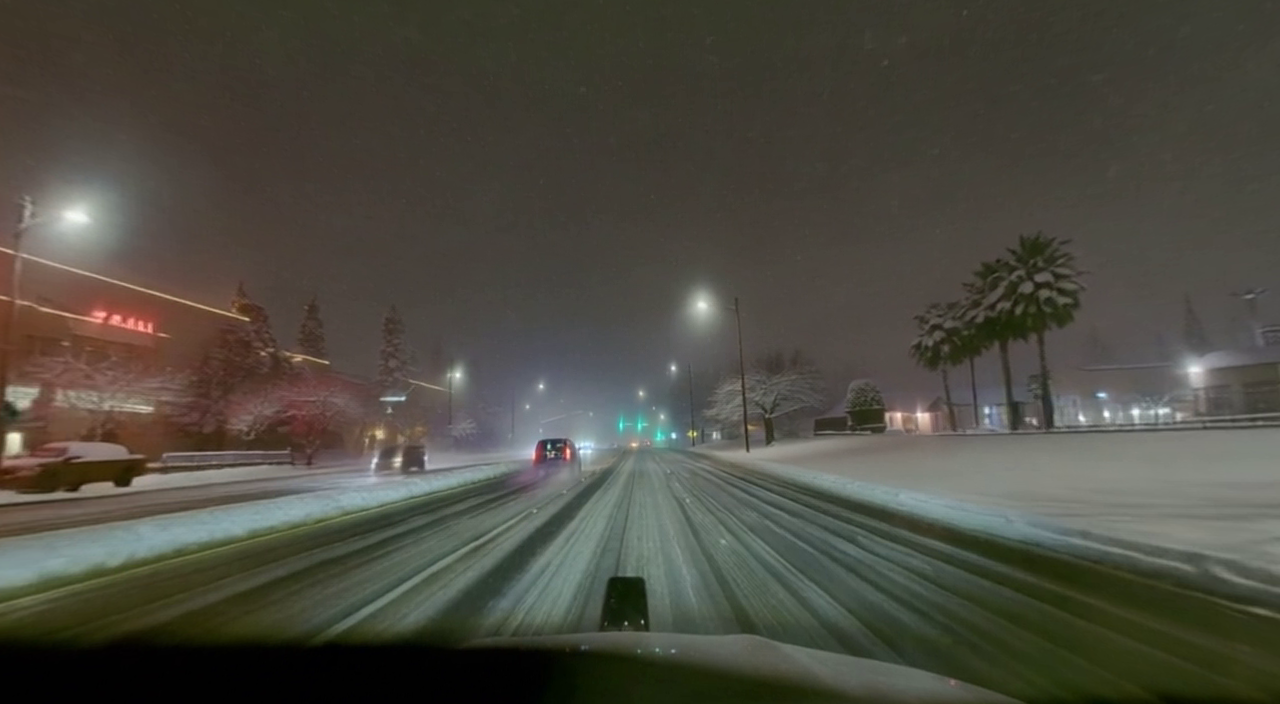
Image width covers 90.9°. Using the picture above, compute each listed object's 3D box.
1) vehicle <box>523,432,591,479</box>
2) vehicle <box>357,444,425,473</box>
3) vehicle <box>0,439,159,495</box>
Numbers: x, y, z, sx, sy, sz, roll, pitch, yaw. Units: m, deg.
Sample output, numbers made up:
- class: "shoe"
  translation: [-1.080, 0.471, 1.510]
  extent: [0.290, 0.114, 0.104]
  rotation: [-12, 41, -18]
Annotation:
- class: "vehicle"
  translation: [-3.237, 4.161, 25.576]
  extent: [2.062, 1.693, 4.669]
  rotation: [0, -9, 1]
- class: "vehicle"
  translation: [-14.264, 6.120, 36.453]
  extent: [2.075, 1.526, 4.403]
  rotation: [0, -9, 1]
- class: "vehicle"
  translation: [-22.455, 4.511, 24.798]
  extent: [2.452, 1.859, 5.964]
  rotation: [-3, -9, -1]
